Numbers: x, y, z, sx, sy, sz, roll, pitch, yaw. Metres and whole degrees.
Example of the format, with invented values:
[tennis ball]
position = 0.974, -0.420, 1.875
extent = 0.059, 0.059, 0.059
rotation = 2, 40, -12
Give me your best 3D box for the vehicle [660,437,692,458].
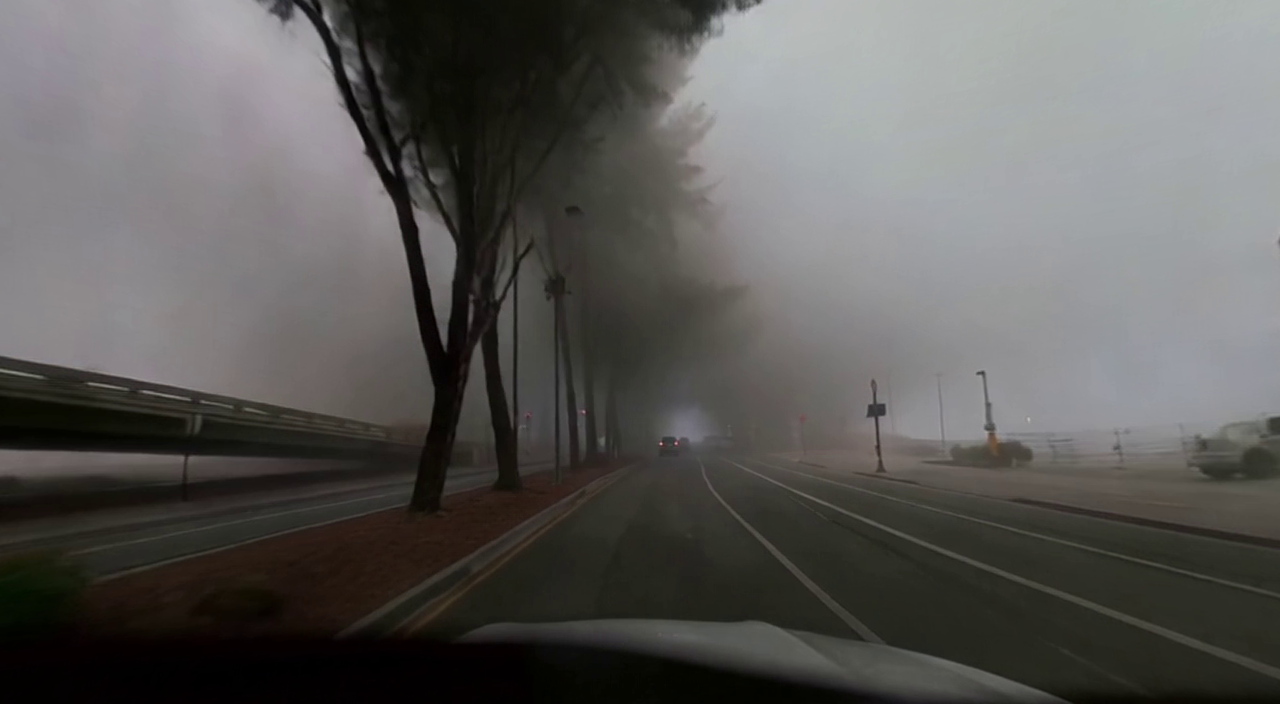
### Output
[vehicle]
position = 2.762, 7.254, 47.767
extent = 2.280, 1.475, 4.051
rotation = -1, -9, 5
